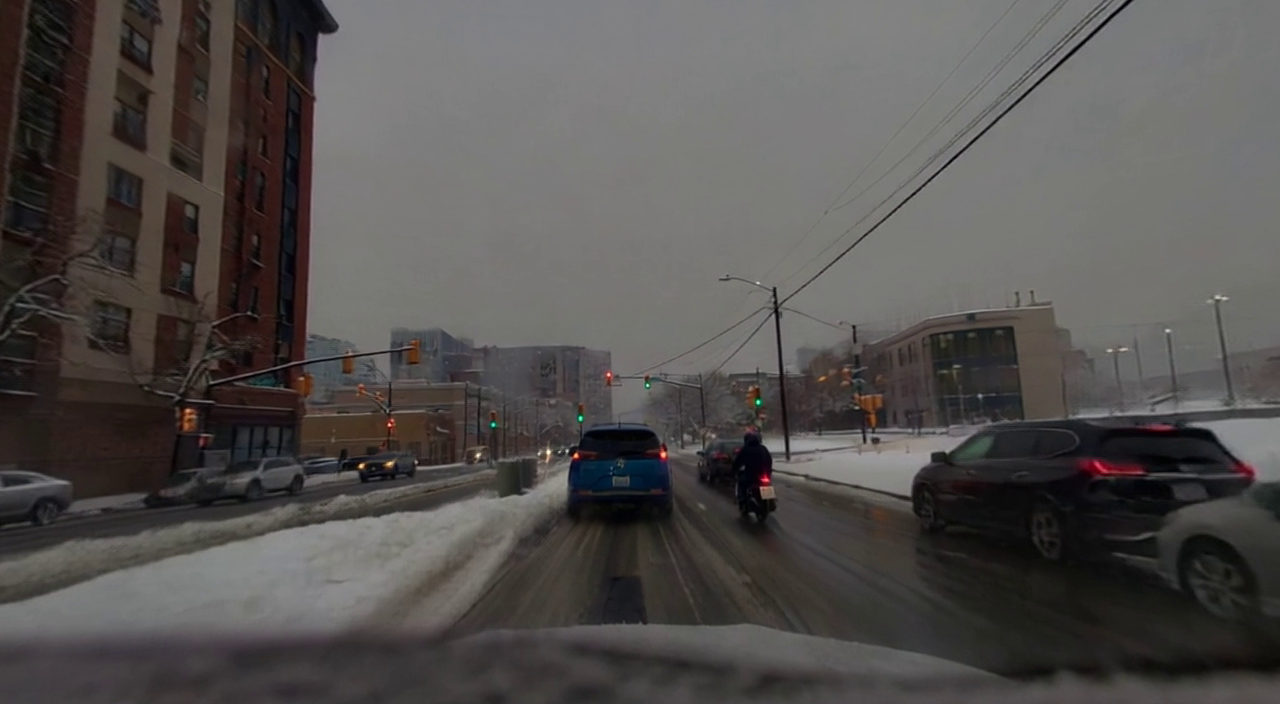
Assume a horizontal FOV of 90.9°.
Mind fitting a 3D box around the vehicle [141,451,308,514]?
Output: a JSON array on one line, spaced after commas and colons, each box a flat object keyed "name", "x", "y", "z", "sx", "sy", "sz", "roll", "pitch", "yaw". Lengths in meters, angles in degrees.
[{"name": "vehicle", "x": -13.866, "y": 4.323, "z": 21.610, "sx": 2.142, "sy": 1.826, "sz": 5.471, "roll": 0, "pitch": -9, "yaw": -2}]

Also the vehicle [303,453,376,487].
[{"name": "vehicle", "x": -18.664, "y": 7.314, "z": 39.459, "sx": 2.134, "sy": 1.915, "sz": 5.317, "roll": 0, "pitch": -9, "yaw": -3}]

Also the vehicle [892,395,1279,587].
[{"name": "vehicle", "x": 5.214, "y": 1.603, "z": 8.065, "sx": 2.030, "sy": 1.709, "sz": 4.687, "roll": 0, "pitch": -9, "yaw": 0}]

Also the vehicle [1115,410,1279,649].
[{"name": "vehicle", "x": 5.153, "y": 1.003, "z": 3.121, "sx": 2.012, "sy": 1.532, "sz": 4.565, "roll": 0, "pitch": -9, "yaw": 0}]

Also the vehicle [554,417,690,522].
[{"name": "vehicle", "x": -0.314, "y": 2.283, "z": 12.719, "sx": 2.265, "sy": 1.748, "sz": 4.130, "roll": 0, "pitch": -9, "yaw": 0}]

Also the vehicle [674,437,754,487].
[{"name": "vehicle", "x": 2.365, "y": 3.669, "z": 21.321, "sx": 2.101, "sy": 1.507, "sz": 4.355, "roll": 0, "pitch": -9, "yaw": -1}]
